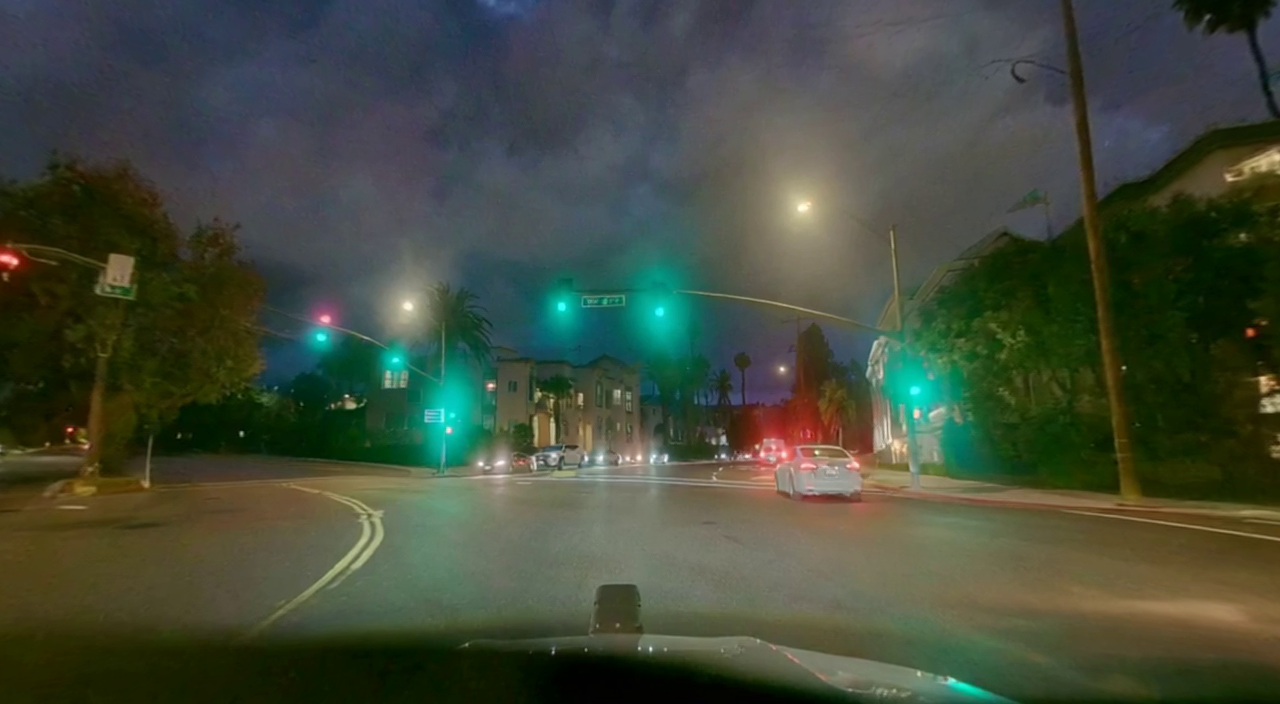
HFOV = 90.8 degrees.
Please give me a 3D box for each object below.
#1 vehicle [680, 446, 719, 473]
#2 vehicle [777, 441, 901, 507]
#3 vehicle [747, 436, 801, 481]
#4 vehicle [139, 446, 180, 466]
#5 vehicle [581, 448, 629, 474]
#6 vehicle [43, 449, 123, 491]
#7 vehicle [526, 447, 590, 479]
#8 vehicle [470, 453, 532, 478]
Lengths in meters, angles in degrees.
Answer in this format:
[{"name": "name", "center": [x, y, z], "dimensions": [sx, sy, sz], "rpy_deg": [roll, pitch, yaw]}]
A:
[{"name": "vehicle", "center": [3.813, 6.773, 39.948], "dimensions": [1.923, 1.576, 4.026], "rpy_deg": [-2, -9, 12]}, {"name": "vehicle", "center": [5.264, 3.281, 17.448], "dimensions": [2.096, 1.552, 4.519], "rpy_deg": [0, -9, 2]}, {"name": "vehicle", "center": [6.546, 5.254, 31.357], "dimensions": [2.109, 2.002, 4.424], "rpy_deg": [-1, -9, 6]}, {"name": "vehicle", "center": [-37.039, 8.022, 48.674], "dimensions": [2.013, 1.442, 4.173], "rpy_deg": [8, -12, -42]}, {"name": "vehicle", "center": [-2.305, 7.280, 42.479], "dimensions": [1.852, 1.498, 4.238], "rpy_deg": [-6, -9, 16]}, {"name": "vehicle", "center": [-22.790, 4.746, 25.770], "dimensions": [2.005, 1.533, 4.499], "rpy_deg": [8, -12, -44]}, {"name": "vehicle", "center": [-4.576, 6.256, 36.008], "dimensions": [1.959, 1.515, 4.668], "rpy_deg": [-2, -7, 15]}, {"name": "vehicle", "center": [-8.066, 6.581, 36.907], "dimensions": [1.891, 1.358, 3.828], "rpy_deg": [-3, -9, 16]}]
